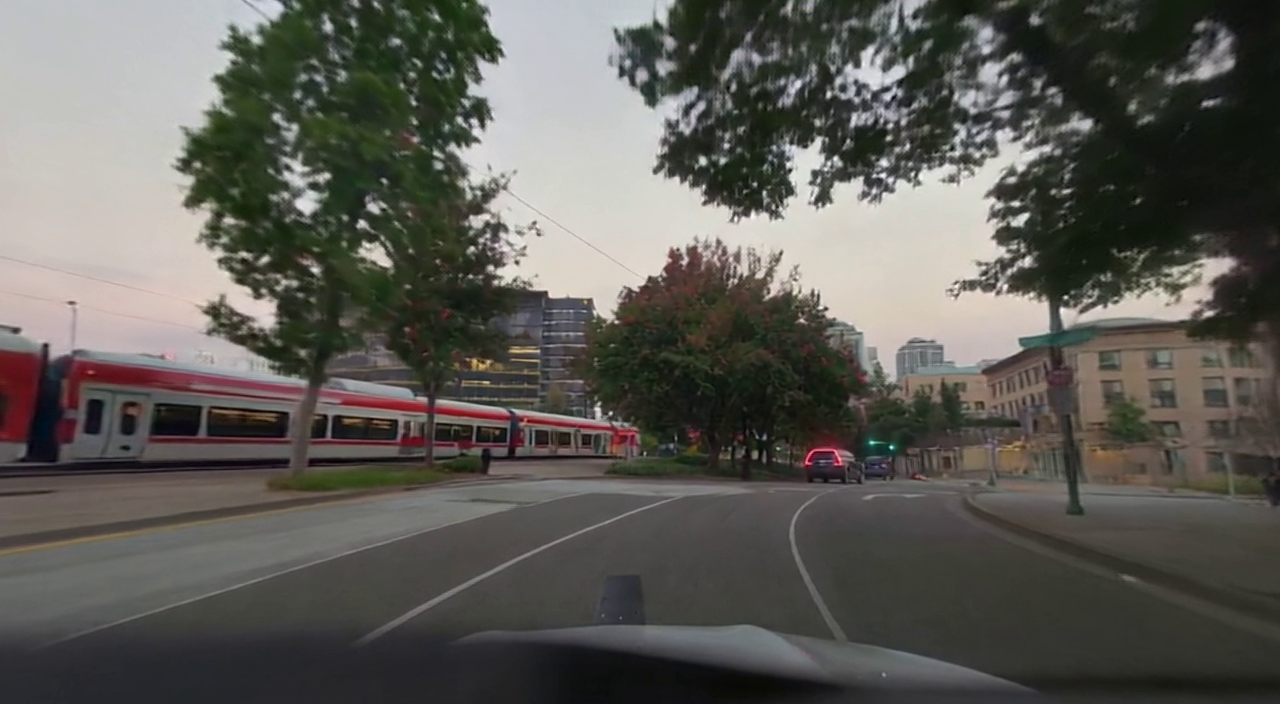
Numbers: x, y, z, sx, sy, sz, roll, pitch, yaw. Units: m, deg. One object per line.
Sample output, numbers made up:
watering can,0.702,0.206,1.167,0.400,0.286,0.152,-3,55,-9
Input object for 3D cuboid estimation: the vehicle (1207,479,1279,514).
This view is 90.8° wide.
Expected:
vehicle,29.820,6.848,30.011,4.118,1.477,1.691,0,-8,-2

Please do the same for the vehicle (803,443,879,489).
vehicle,8.567,4.738,26.699,2.263,1.765,4.237,-5,-10,27

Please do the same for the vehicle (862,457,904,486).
vehicle,16.269,7.928,42.191,2.010,1.725,4.320,-5,-10,27
